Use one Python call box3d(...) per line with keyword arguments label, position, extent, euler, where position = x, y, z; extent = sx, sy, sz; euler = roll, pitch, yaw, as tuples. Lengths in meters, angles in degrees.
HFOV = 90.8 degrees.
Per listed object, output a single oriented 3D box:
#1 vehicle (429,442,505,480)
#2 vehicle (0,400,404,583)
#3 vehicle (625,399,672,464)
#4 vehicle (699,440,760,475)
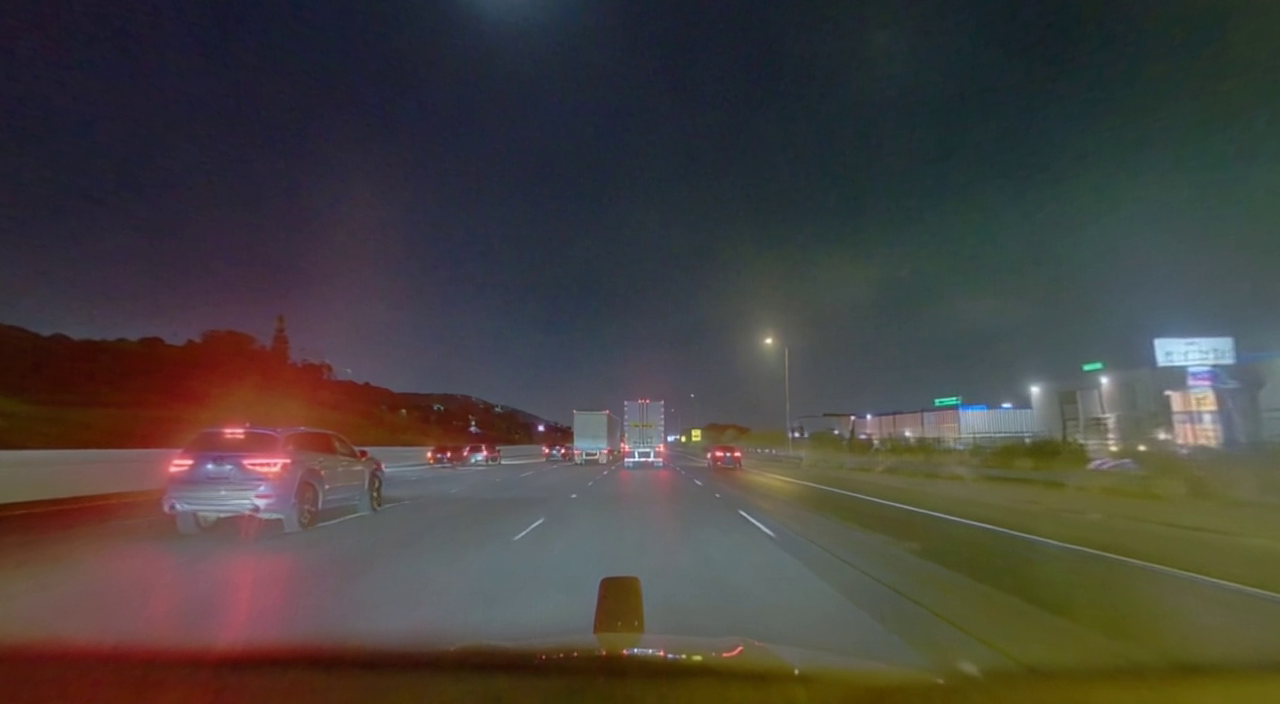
box3d(label="vehicle", position=(-7.272, 4.606, 27.003), extent=(1.891, 1.460, 4.506), euler=(0, -9, 1))
box3d(label="vehicle", position=(-5.142, 1.686, 8.389), extent=(2.122, 1.754, 4.379), euler=(0, -9, 3))
box3d(label="vehicle", position=(0.498, 5.828, 45.374), extent=(2.969, 4.104, 10.906), euler=(0, -9, 0))
box3d(label="vehicle", position=(3.898, 4.668, 28.112), extent=(2.006, 1.452, 4.246), euler=(0, -9, -1))
